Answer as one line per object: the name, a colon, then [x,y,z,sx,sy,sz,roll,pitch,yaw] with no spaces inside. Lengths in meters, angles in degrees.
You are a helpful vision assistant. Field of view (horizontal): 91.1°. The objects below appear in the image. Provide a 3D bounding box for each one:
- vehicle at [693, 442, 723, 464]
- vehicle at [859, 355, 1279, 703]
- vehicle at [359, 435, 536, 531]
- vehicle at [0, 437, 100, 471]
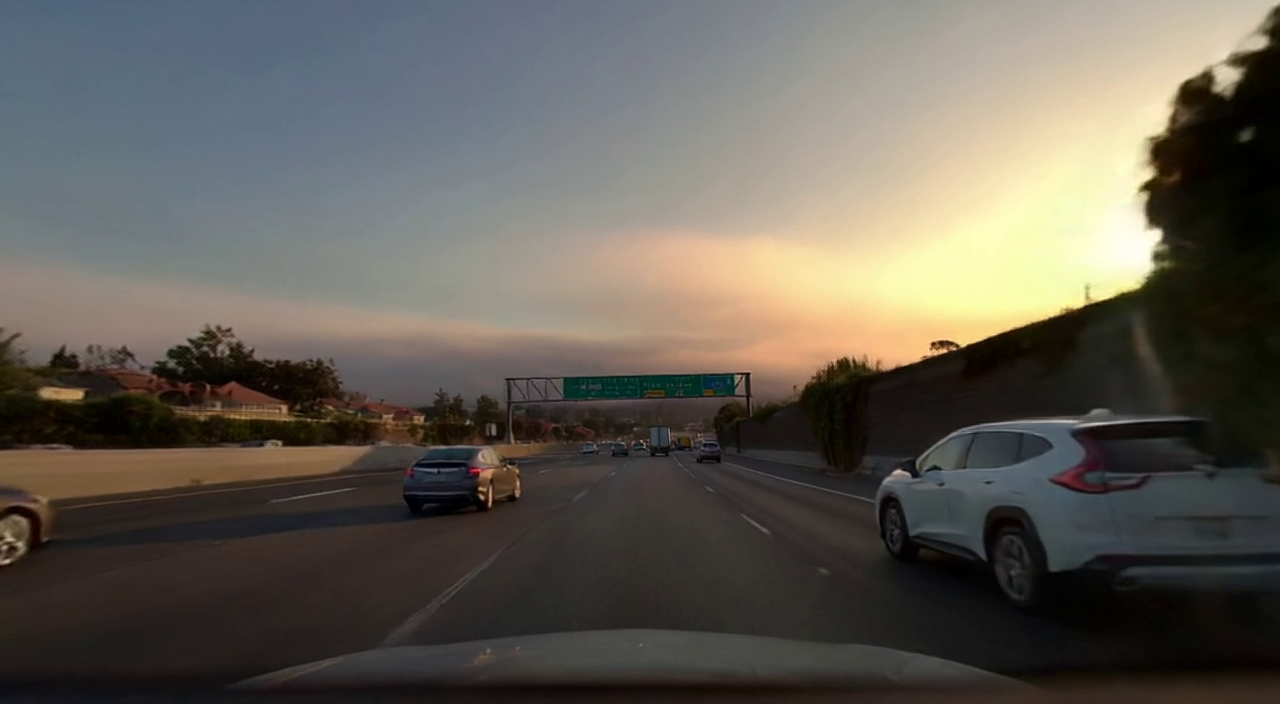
vehicle: [5.239,7.833,48.885,2.046,1.655,4.143,0,-9,2]
vehicle: [3.703,1.208,5.172,2.108,1.709,4.703,0,-9,1]
vehicle: [-3.369,2.368,11.970,1.947,1.479,4.114,0,-9,2]
vehicle: [-27.935,4.724,29.251,1.960,1.438,3.957,0,-9,2]
